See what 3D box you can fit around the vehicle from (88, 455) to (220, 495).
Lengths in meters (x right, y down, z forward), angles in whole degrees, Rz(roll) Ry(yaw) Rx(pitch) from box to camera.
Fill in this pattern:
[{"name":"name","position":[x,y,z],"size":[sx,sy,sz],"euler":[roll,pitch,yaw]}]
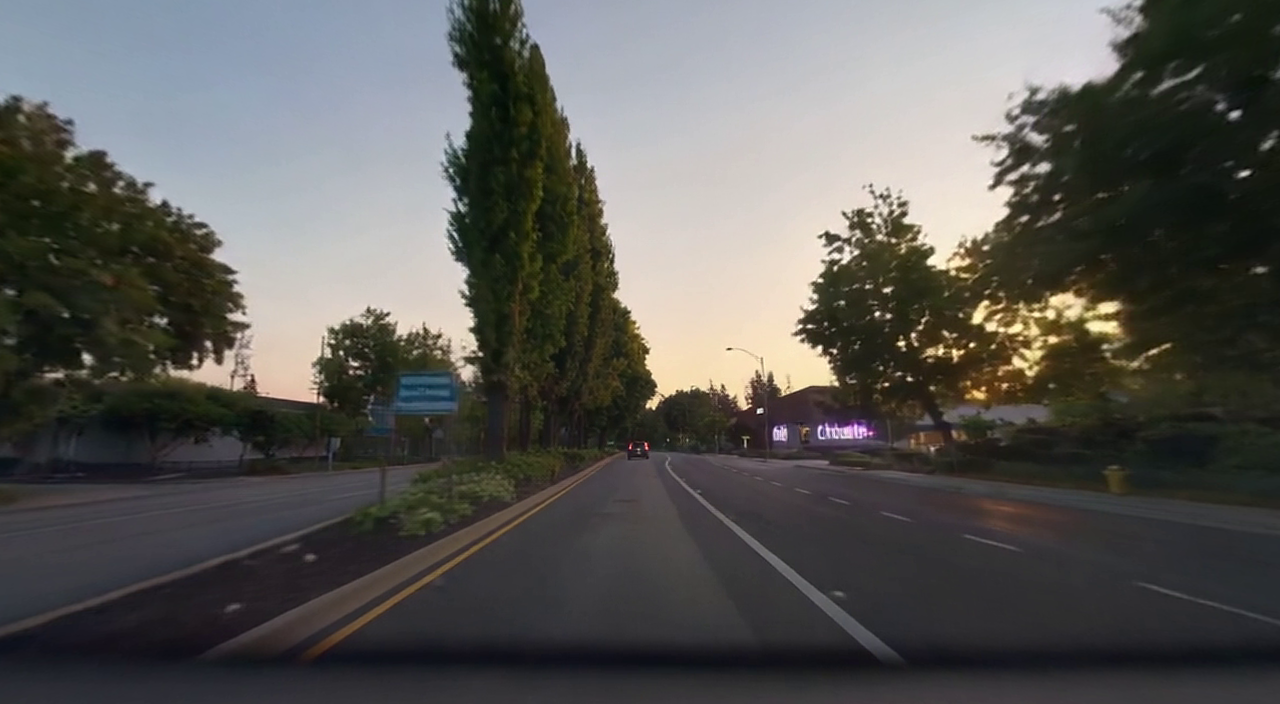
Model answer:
[{"name":"vehicle","position":[-20.094,5.030,26.143],"size":[4.665,1.486,1.918],"euler":[-3,-9,18]}]
